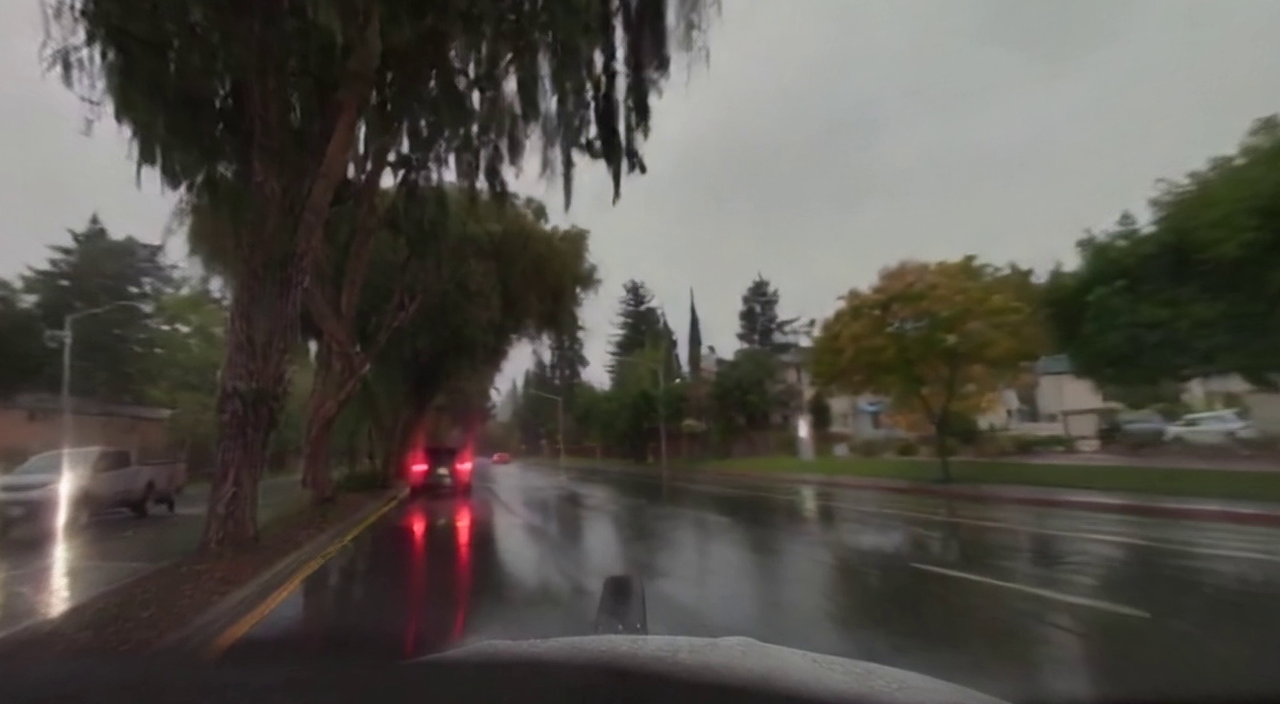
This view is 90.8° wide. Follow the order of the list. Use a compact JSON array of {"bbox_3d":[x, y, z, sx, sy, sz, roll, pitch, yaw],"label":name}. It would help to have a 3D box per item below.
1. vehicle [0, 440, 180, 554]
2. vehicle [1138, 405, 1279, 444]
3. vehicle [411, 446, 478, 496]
[{"bbox_3d":[-12.829,3.065,14.196,2.386,2.101,4.923,2,-8,-16],"label":"vehicle"},{"bbox_3d":[23.866,3.085,26.537,4.220,1.519,2.560,2,-8,-17],"label":"vehicle"},{"bbox_3d":[-7.112,4.257,23.067,2.093,1.591,4.247,2,-8,-17],"label":"vehicle"}]
